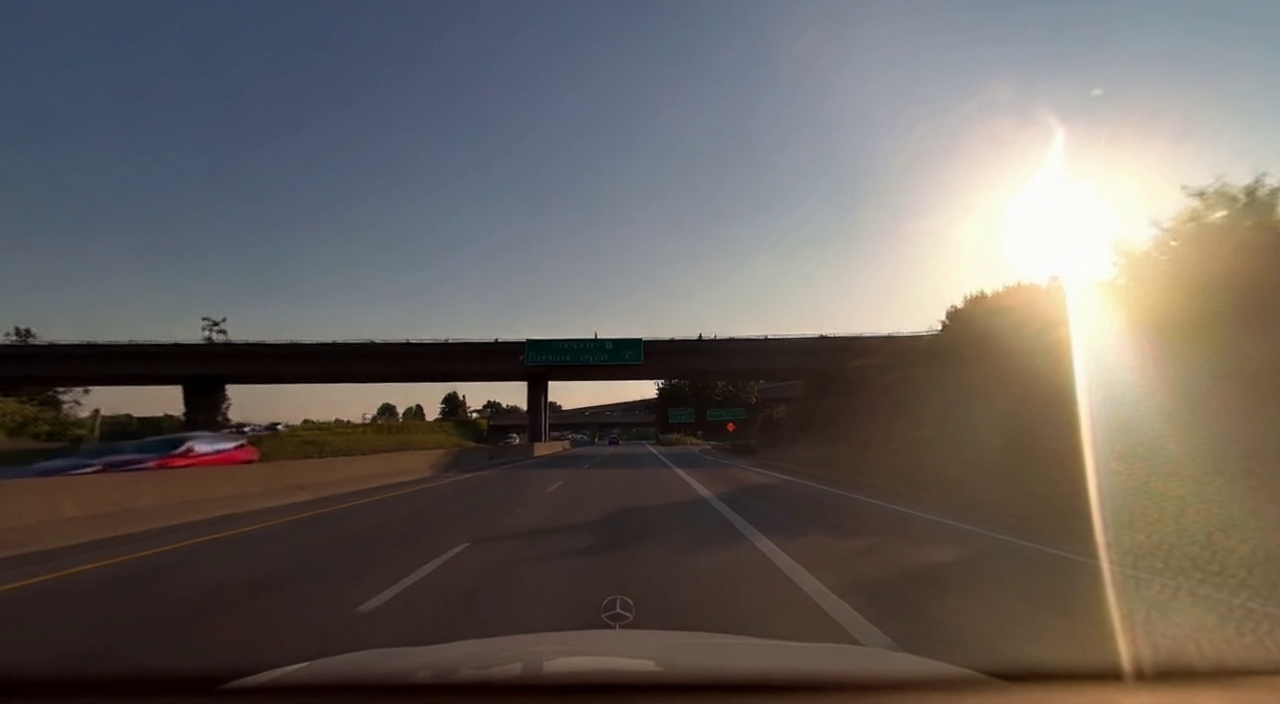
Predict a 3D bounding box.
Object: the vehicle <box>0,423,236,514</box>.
[{"bbox_3d":[-11.896,2.576,14.537,2.179,1.752,4.402,0,-8,0],"label":"vehicle"}]
